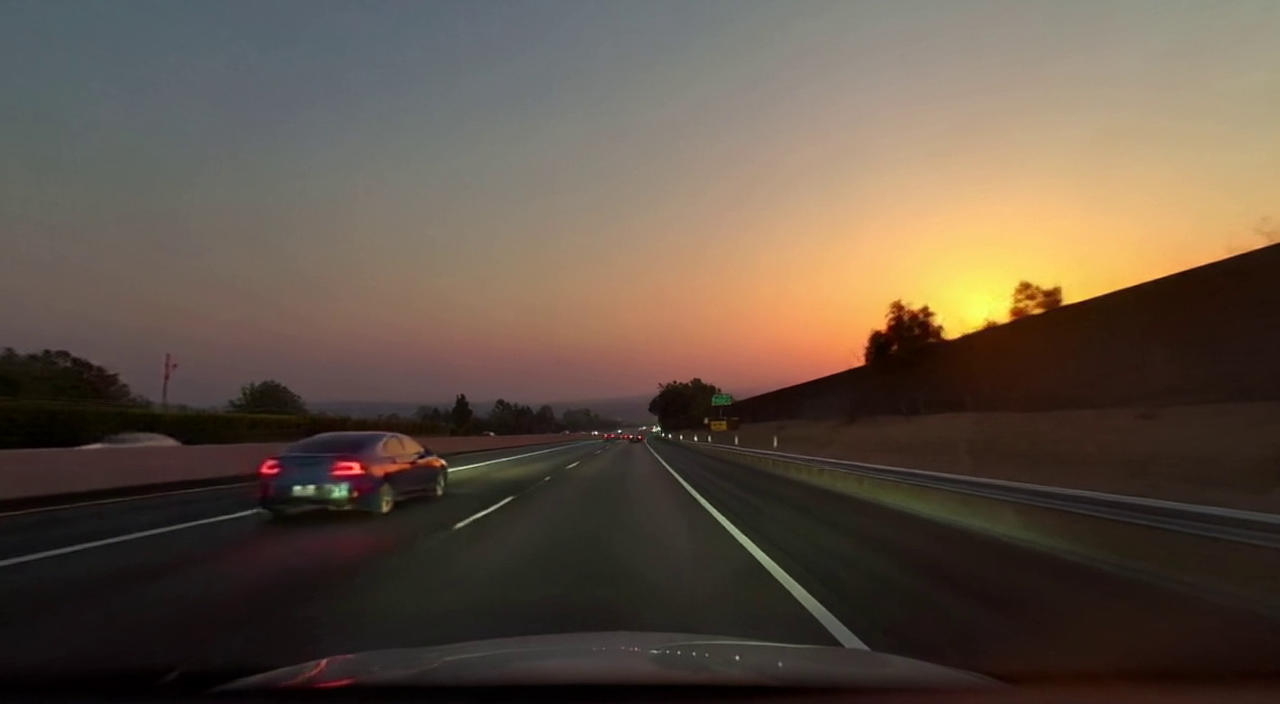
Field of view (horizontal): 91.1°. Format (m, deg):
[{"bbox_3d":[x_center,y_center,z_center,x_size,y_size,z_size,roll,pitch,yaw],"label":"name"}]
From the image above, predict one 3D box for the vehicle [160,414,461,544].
[{"bbox_3d":[-4.642,1.845,9.998,2.149,1.532,4.905,0,-8,0],"label":"vehicle"}]
